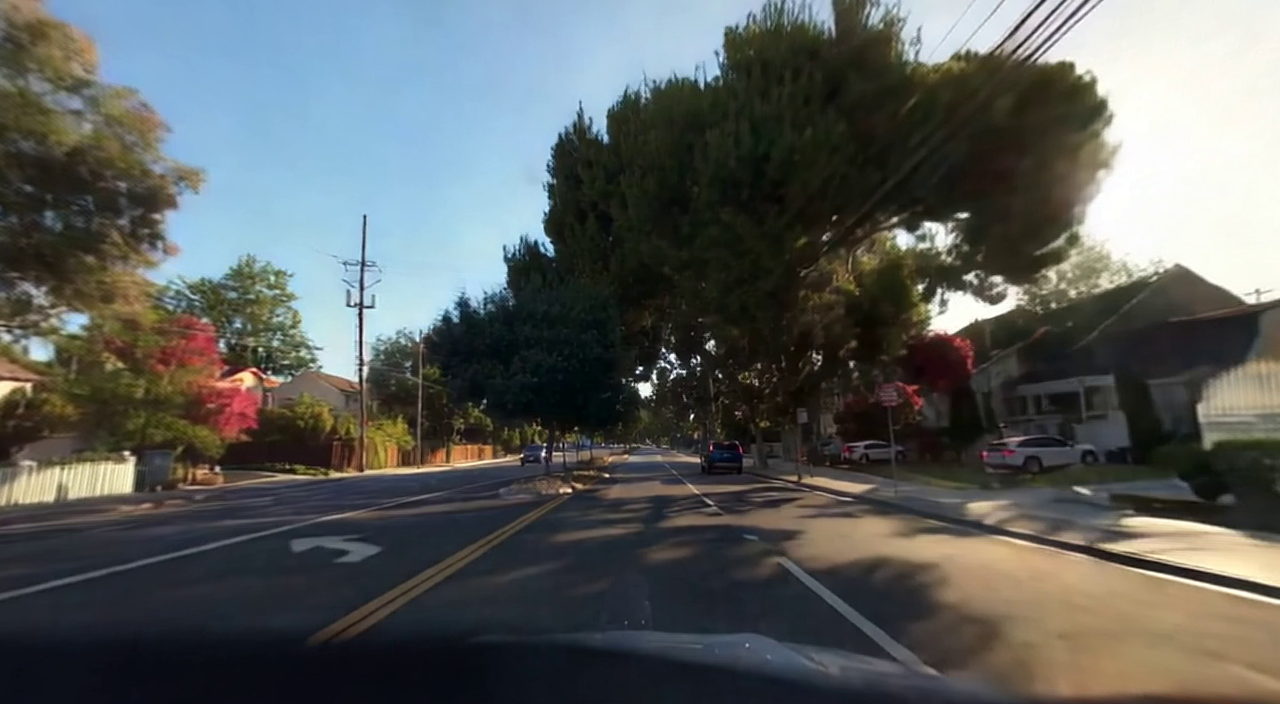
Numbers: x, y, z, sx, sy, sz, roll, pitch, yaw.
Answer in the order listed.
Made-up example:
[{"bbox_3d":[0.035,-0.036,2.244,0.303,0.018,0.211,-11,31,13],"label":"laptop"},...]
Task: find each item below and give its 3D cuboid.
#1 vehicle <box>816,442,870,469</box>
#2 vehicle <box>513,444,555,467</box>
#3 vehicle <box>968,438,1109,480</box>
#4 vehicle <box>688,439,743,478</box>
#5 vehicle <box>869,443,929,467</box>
[{"bbox_3d":[12.455,6.384,38.987,1.970,1.561,4.725,-1,-9,3],"label":"vehicle"},{"bbox_3d":[-8.009,7.822,47.887,2.179,1.613,4.516,-1,-9,3],"label":"vehicle"},{"bbox_3d":[15.418,4.138,24.595,4.135,1.558,1.929,0,-8,3],"label":"vehicle"},{"bbox_3d":[3.765,5.426,32.361,2.144,1.843,4.827,0,-9,-1],"label":"vehicle"},{"bbox_3d":[16.153,6.413,39.501,1.747,1.405,4.372,0,-9,-2],"label":"vehicle"}]
